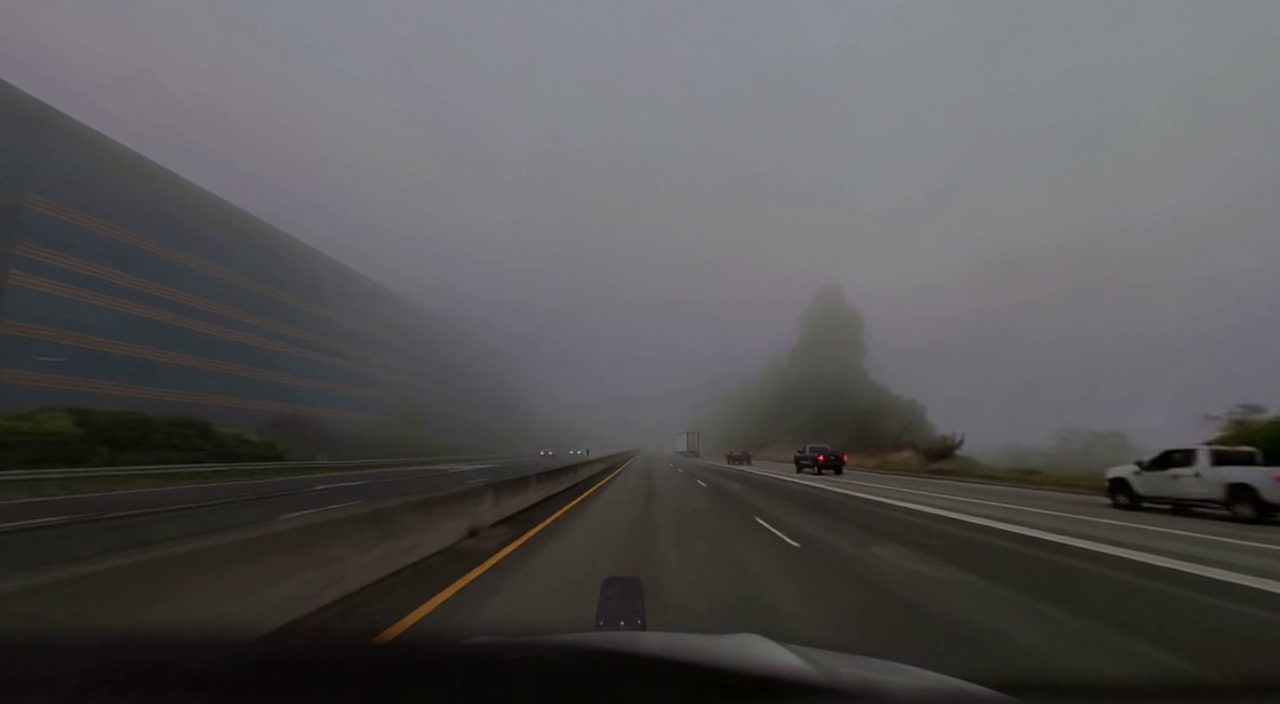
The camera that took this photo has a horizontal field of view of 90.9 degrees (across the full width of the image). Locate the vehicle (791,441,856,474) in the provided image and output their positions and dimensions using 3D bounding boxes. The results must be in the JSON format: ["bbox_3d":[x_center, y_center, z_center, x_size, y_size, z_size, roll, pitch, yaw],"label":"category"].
[{"bbox_3d":[10.278,5.954,35.706,2.129,1.735,4.880,0,-9,-1],"label":"vehicle"}]

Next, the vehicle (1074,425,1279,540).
[{"bbox_3d":[10.338,2.154,10.864,2.127,1.646,4.926,0,-9,-1],"label":"vehicle"}]
